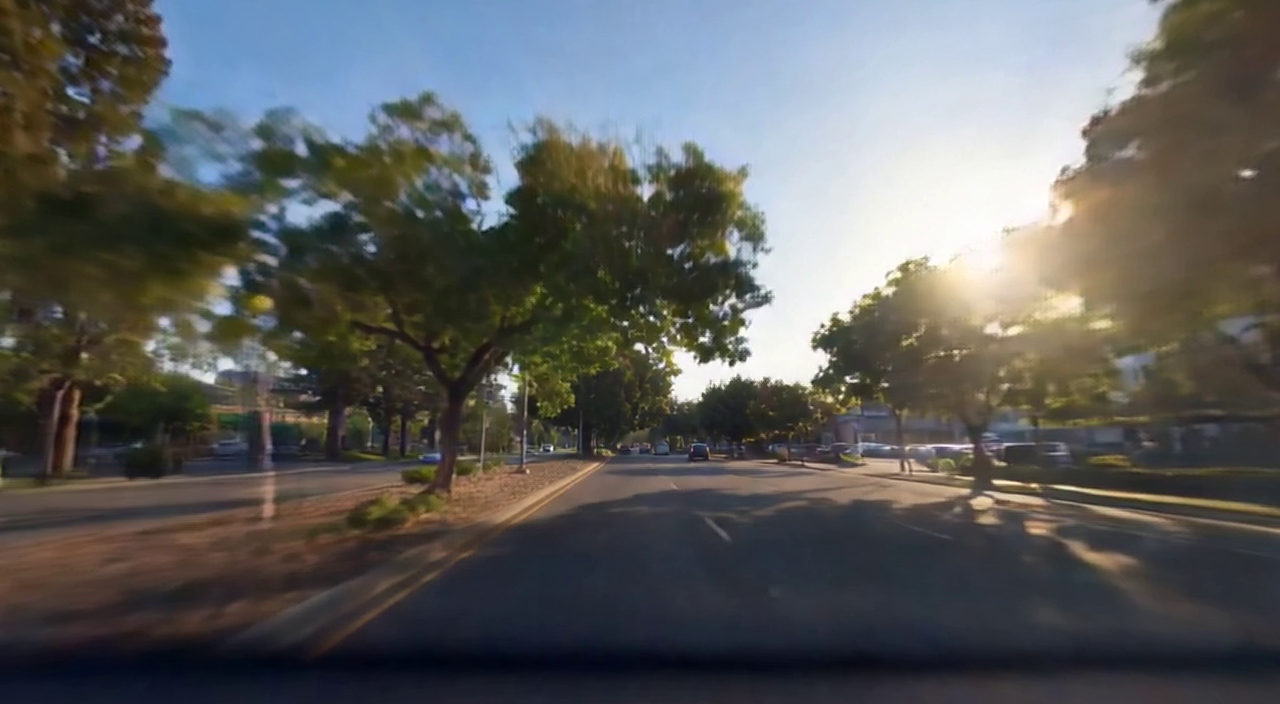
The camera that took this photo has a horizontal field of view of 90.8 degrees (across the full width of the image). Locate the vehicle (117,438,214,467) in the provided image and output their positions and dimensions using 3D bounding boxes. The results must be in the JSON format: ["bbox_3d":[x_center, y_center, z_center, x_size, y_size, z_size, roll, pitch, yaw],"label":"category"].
[{"bbox_3d":[-28.948,6.146,38.660,4.208,1.648,1.980,1,-8,-4],"label":"vehicle"}]

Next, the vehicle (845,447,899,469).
[{"bbox_3d":[16.454,7.507,45.030,1.863,1.445,4.703,1,-8,-2],"label":"vehicle"}]

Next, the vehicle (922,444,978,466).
[{"bbox_3d":[22.269,7.410,45.622,1.895,1.471,4.511,-1,-9,2],"label":"vehicle"}]

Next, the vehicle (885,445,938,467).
[{"bbox_3d":[19.472,7.479,45.484,1.972,1.461,4.021,1,-8,0],"label":"vehicle"}]
